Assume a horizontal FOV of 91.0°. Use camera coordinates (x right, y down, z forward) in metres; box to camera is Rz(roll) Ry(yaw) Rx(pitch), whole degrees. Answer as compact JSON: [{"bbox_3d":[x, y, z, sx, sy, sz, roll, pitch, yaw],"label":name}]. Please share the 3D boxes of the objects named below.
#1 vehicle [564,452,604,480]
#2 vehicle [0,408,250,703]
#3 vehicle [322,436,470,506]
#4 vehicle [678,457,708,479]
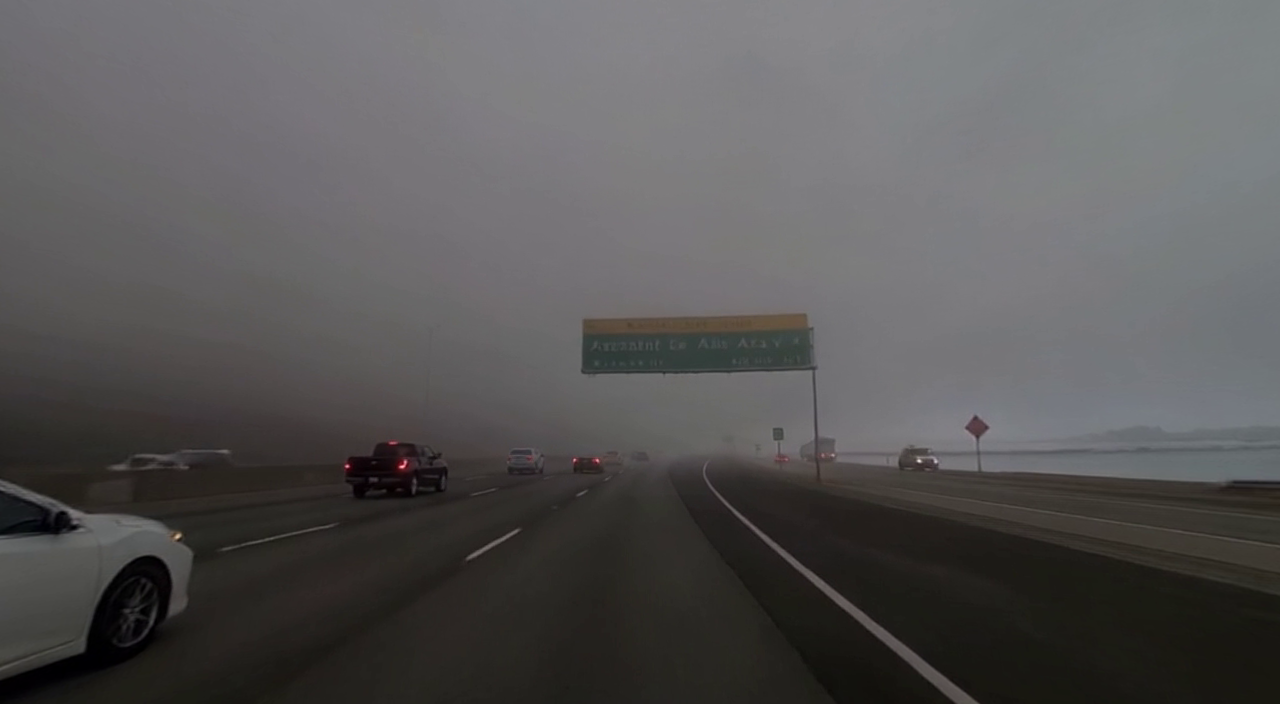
[{"bbox_3d":[-3.601,7.483,41.579,2.132,1.708,4.571,0,-9,1],"label":"vehicle"},{"bbox_3d":[-4.030,0.963,2.471,2.027,1.547,4.511,0,-9,1],"label":"vehicle"},{"bbox_3d":[-7.379,3.661,19.909,2.250,1.870,5.647,0,-9,2],"label":"vehicle"},{"bbox_3d":[3.936,8.701,47.402,2.153,1.510,4.646,0,-9,4],"label":"vehicle"}]
